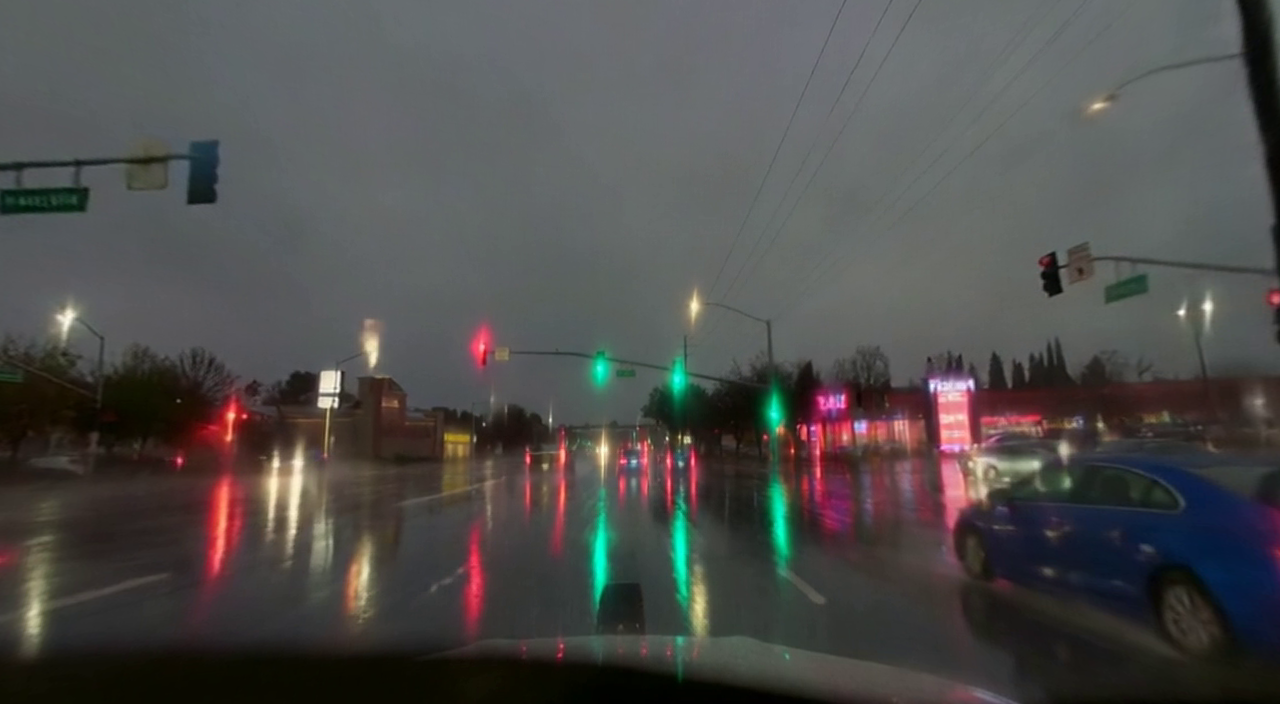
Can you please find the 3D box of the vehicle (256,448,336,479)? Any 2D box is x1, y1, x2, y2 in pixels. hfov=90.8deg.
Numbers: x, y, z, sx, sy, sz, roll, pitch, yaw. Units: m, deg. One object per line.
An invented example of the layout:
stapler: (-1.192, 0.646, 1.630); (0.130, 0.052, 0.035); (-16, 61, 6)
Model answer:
vehicle: (-21.994, 7.127, 40.728); (2.066, 1.835, 5.580); (0, -8, 0)

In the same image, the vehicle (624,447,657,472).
vehicle: (0.002, 7.037, 41.586); (2.072, 1.473, 4.139); (0, -8, -1)

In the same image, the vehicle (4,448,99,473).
vehicle: (-42.073, 7.752, 45.239); (4.735, 1.715, 2.095); (-1, -8, 2)

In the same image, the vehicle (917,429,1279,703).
vehicle: (4.524, 1.465, 5.486); (2.119, 1.479, 4.910); (0, -8, 2)

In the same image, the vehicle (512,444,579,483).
vehicle: (-4.007, 4.798, 27.594); (2.035, 1.564, 4.702); (-1, -8, 2)
